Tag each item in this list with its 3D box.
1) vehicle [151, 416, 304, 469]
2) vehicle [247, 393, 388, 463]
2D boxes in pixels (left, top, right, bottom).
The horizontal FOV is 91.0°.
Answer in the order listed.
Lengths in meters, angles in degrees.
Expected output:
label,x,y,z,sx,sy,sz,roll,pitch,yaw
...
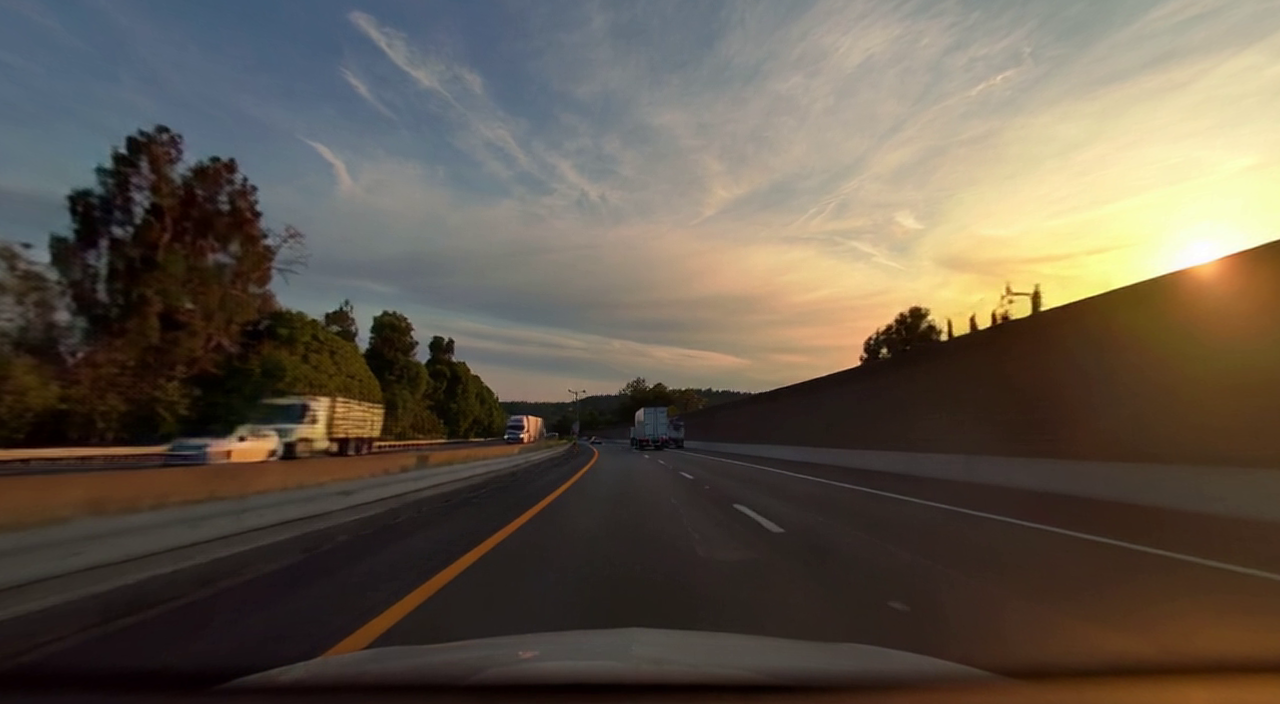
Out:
label,x,y,z,sx,sy,sz,roll,pitch,yaw
vehicle,-13.181,2.951,20.555,2.027,1.507,4.580,0,-8,-2
vehicle,-13.501,3.312,26.989,2.953,2.650,5.903,0,-8,-1
